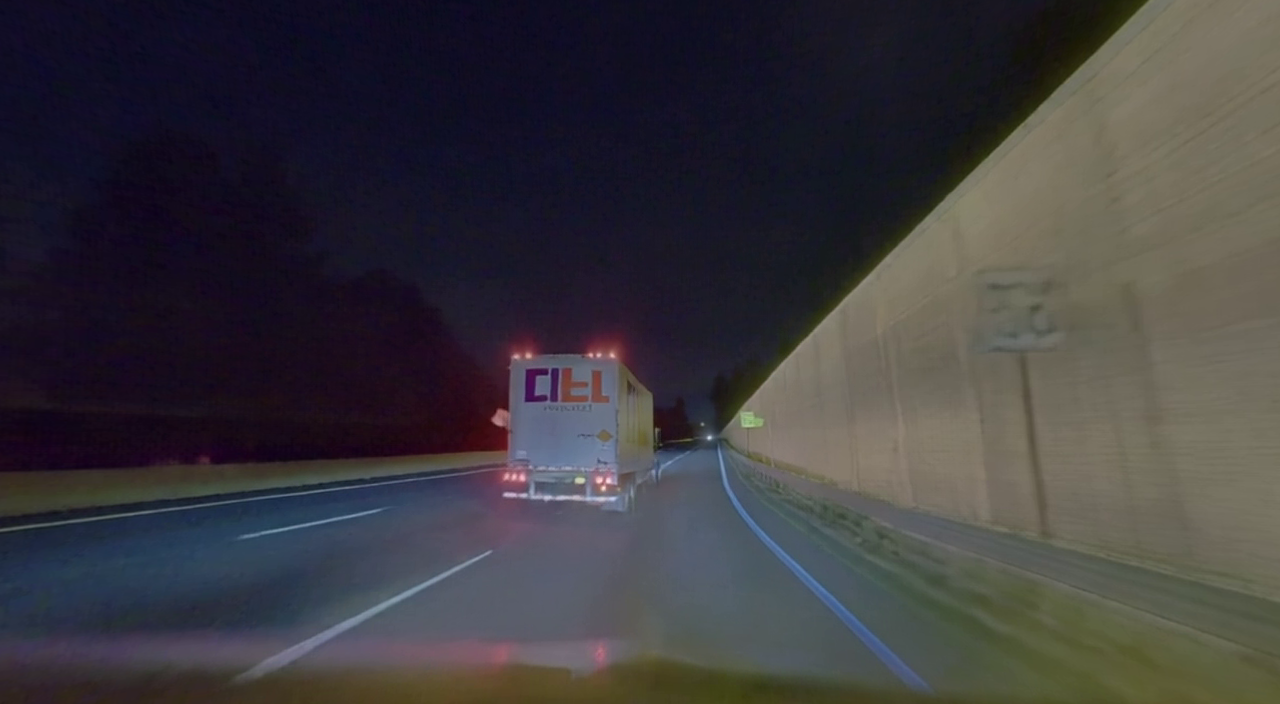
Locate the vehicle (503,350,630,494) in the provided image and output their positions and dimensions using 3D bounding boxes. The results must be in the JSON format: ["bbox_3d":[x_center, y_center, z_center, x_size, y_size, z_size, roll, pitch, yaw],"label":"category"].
[{"bbox_3d":[-2.222,2.577,22.772,2.796,4.184,8.554,0,-8,5],"label":"vehicle"}]
